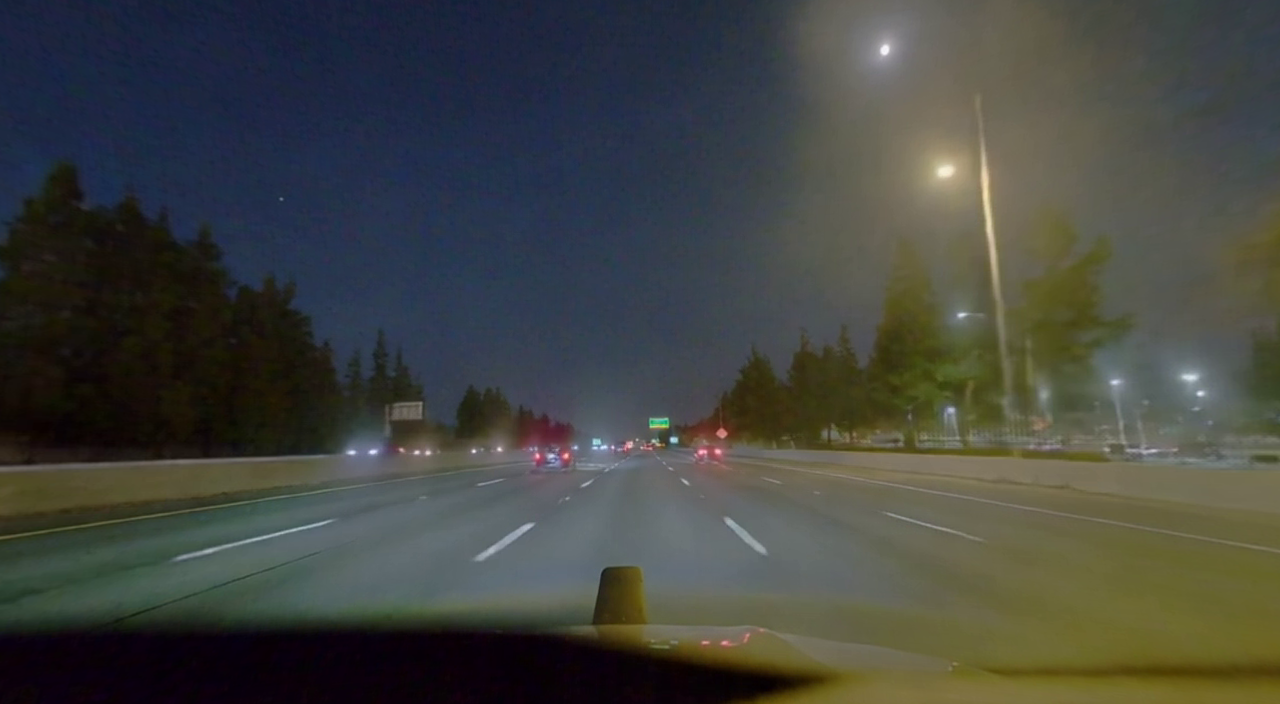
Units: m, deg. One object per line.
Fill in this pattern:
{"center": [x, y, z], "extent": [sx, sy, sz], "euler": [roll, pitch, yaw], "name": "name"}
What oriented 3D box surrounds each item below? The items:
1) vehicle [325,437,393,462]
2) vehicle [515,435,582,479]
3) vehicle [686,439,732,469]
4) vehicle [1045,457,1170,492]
{"center": [-20.680, 7.215, 46.693], "extent": [2.244, 1.684, 5.795], "euler": [0, -8, 1], "name": "vehicle"}
{"center": [-3.875, 4.532, 27.542], "extent": [2.196, 1.733, 4.355], "euler": [0, -8, 1], "name": "vehicle"}
{"center": [4.065, 6.117, 38.006], "extent": [2.229, 1.704, 4.392], "euler": [0, -8, 0], "name": "vehicle"}
{"center": [21.706, 5.648, 29.323], "extent": [4.578, 1.468, 2.021], "euler": [2, -9, -12], "name": "vehicle"}
